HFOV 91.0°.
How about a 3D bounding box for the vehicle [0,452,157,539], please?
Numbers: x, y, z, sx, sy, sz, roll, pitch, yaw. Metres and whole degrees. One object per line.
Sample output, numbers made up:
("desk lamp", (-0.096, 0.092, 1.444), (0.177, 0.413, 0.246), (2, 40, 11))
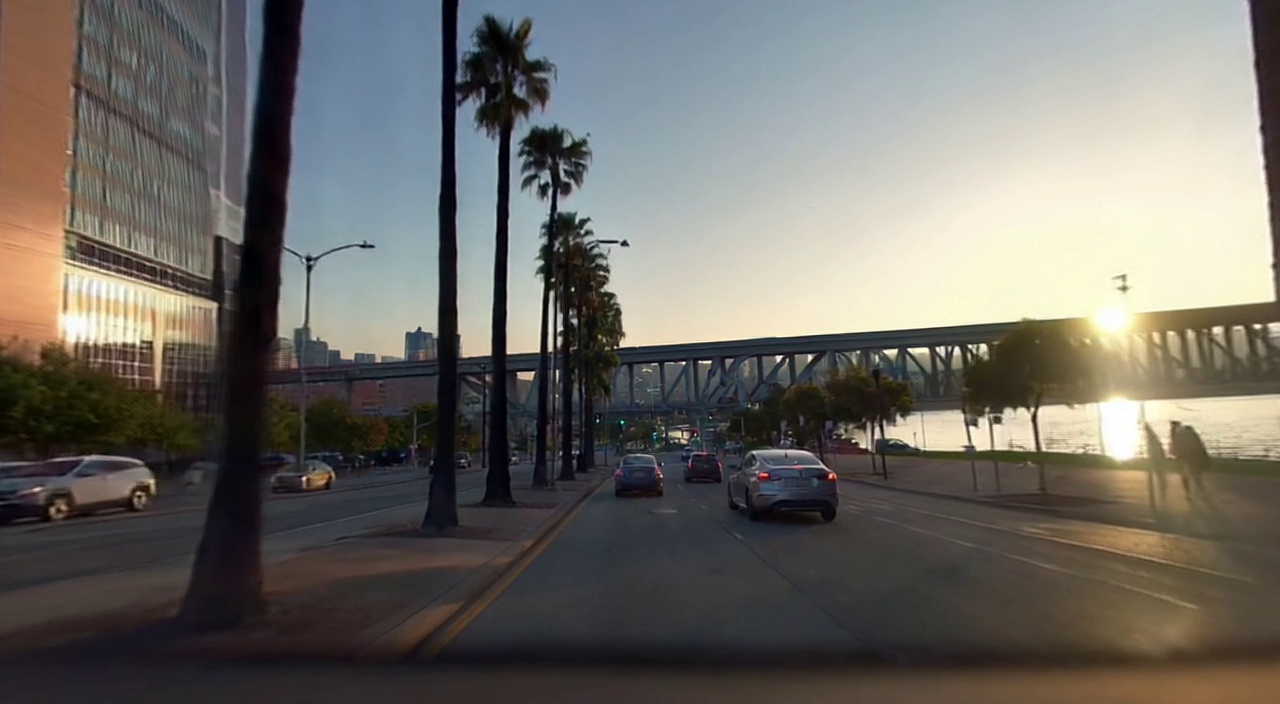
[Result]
("vehicle", (-14.740, 3.367, 15.294), (2.104, 1.802, 4.852), (0, -9, 0))

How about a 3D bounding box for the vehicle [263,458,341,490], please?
("vehicle", (-18.102, 6.516, 33.896), (1.887, 1.569, 4.014), (0, -9, 1))

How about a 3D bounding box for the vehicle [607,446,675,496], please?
("vehicle", (0.079, 3.958, 21.266), (2.077, 1.518, 3.760), (0, -9, 2))

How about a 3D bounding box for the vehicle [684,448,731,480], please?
("vehicle", (3.366, 5.659, 32.021), (2.115, 1.500, 3.524), (0, -9, 2))

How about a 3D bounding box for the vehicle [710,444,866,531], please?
("vehicle", (2.894, 2.773, 13.625), (2.051, 1.509, 4.933), (0, -9, -1))
